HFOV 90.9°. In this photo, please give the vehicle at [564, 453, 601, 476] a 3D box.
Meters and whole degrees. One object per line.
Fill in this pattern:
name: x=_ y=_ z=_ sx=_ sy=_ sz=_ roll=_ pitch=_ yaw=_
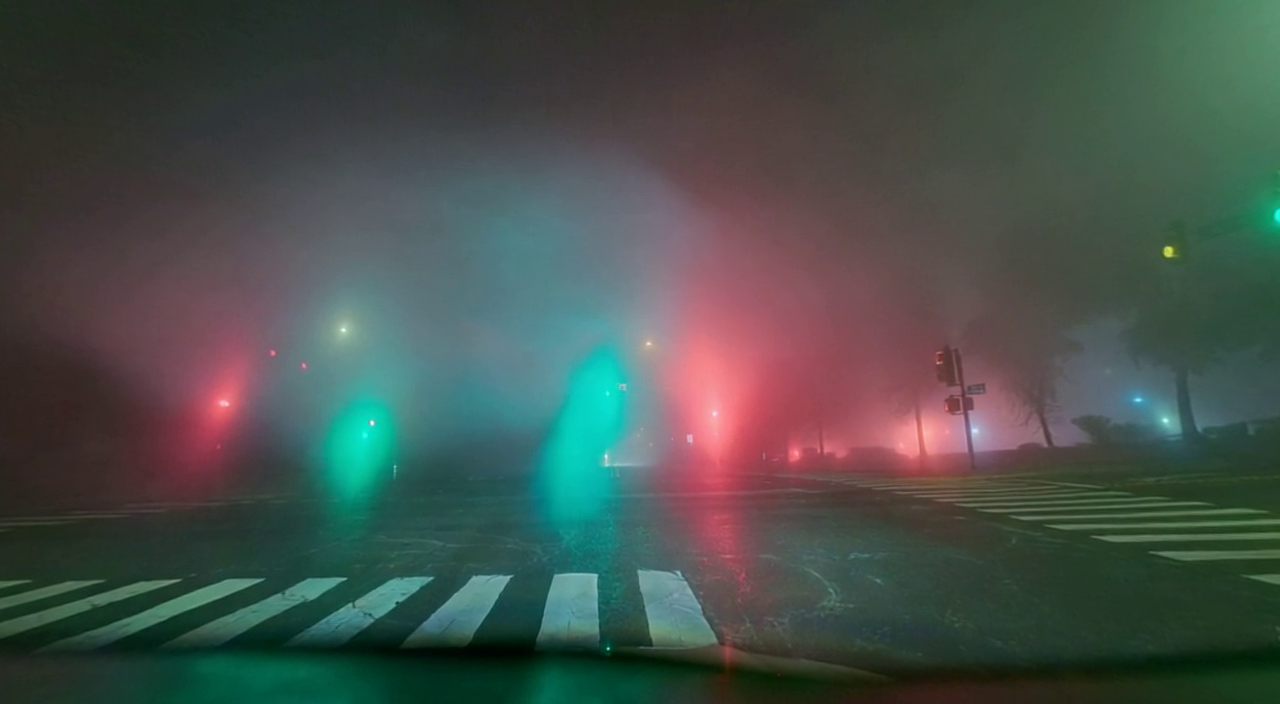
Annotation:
vehicle: x=-4.476 y=8.849 z=49.835 sx=2.030 sy=1.704 sz=4.205 roll=-1 pitch=-8 yaw=7
